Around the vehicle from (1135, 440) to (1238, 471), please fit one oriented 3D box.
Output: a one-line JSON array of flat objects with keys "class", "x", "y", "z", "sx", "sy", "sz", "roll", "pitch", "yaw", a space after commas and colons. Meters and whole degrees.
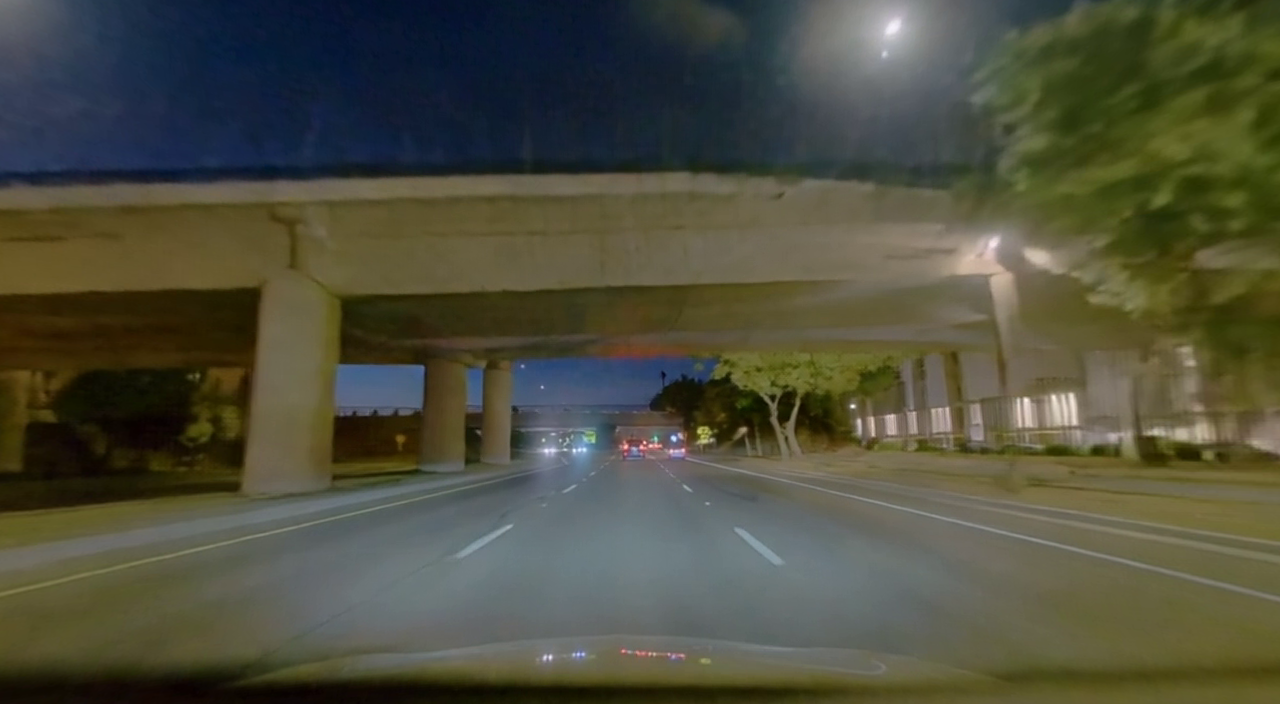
[{"class": "vehicle", "x": 33.672, "y": 6.356, "z": 39.001, "sx": 4.571, "sy": 1.685, "sz": 2.006, "roll": -1, "pitch": -9, "yaw": -4}]
